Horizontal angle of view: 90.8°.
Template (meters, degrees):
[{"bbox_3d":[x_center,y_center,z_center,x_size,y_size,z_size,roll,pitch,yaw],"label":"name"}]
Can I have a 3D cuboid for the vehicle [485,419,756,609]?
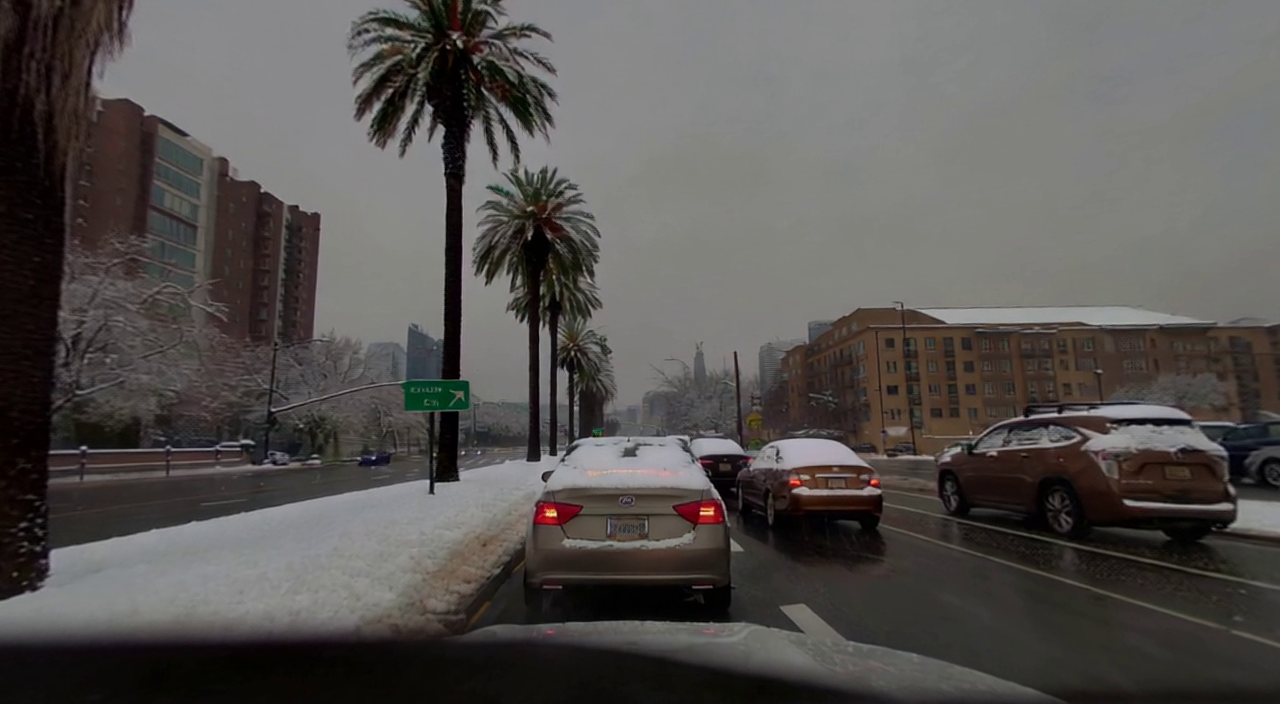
[{"bbox_3d":[-0.165,1.591,7.078,2.158,1.498,3.919,0,-8,0],"label":"vehicle"}]

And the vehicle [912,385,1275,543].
[{"bbox_3d":[7.165,1.882,11.151,2.254,2.072,5.577,0,-8,0],"label":"vehicle"}]

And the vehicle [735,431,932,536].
[{"bbox_3d":[3.078,2.191,11.179,1.925,1.451,4.436,0,-8,-2],"label":"vehicle"}]

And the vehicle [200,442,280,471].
[{"bbox_3d":[-28.340,7.405,45.065,2.115,1.884,5.481,0,-8,0],"label":"vehicle"}]
